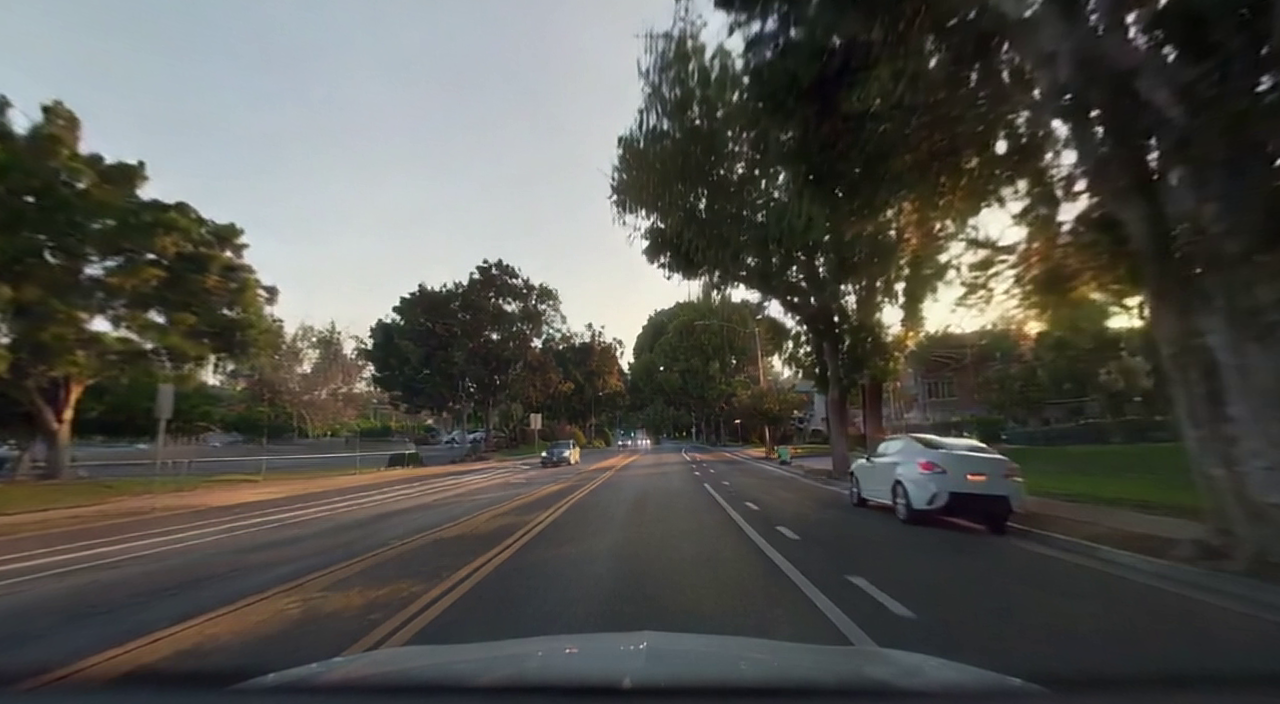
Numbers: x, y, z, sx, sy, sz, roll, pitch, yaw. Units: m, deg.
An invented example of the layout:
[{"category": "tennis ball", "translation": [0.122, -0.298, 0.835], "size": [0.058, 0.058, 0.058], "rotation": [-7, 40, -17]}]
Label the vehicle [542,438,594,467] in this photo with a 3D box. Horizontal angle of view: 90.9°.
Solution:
[{"category": "vehicle", "translation": [-3.982, 5.629, 35.585], "size": [2.192, 1.533, 4.341], "rotation": [-1, -8, 3]}]

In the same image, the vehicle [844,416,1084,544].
[{"category": "vehicle", "translation": [5.300, 2.162, 11.184], "size": [2.068, 1.688, 4.442], "rotation": [3, -9, 2]}]
